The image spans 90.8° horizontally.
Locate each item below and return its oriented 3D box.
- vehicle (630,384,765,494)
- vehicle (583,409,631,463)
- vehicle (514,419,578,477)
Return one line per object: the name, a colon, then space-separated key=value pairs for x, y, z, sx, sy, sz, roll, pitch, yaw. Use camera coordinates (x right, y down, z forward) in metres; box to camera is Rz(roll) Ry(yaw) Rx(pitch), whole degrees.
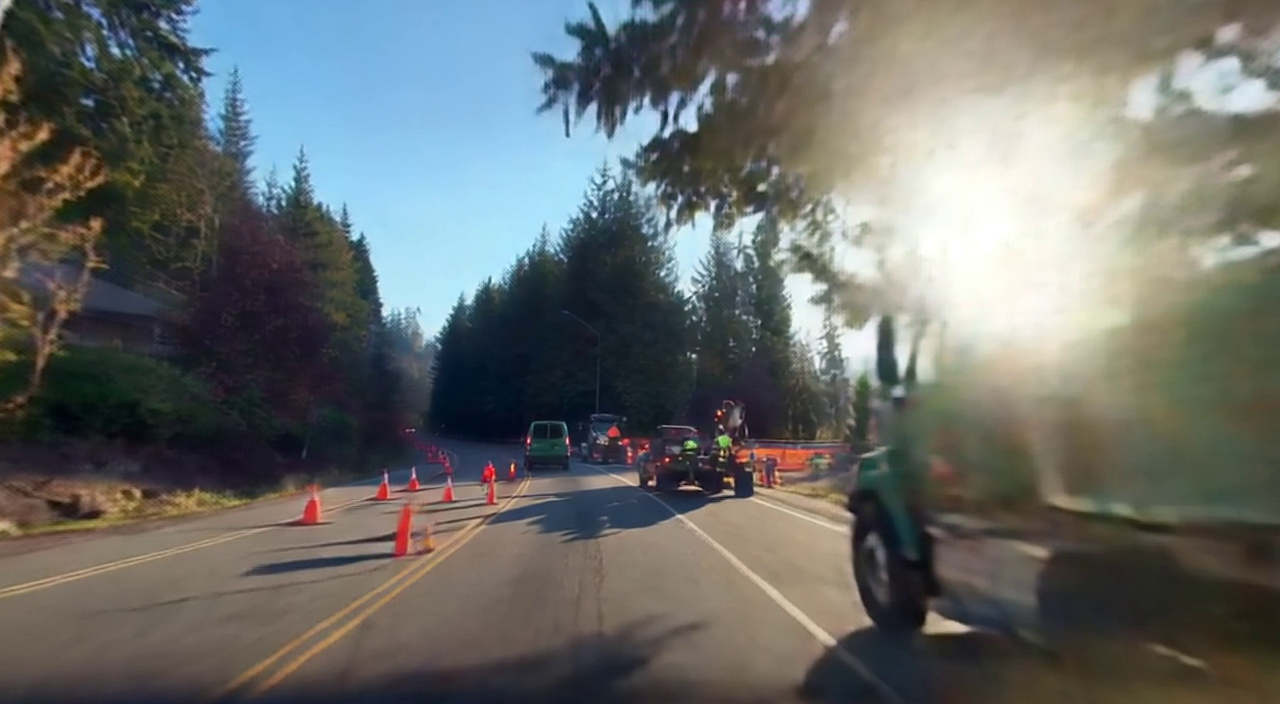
vehicle: x=1.698 y=3.183 z=23.520 sx=3.126 sy=3.310 sz=8.534 roll=1 pitch=-8 yaw=-8
vehicle: x=-2.074 y=5.147 z=38.341 sx=2.703 sy=3.066 sz=4.047 roll=1 pitch=-8 yaw=-6
vehicle: x=-4.139 y=4.100 z=27.053 sx=2.362 sy=2.223 sz=4.892 roll=2 pitch=-9 yaw=-12
